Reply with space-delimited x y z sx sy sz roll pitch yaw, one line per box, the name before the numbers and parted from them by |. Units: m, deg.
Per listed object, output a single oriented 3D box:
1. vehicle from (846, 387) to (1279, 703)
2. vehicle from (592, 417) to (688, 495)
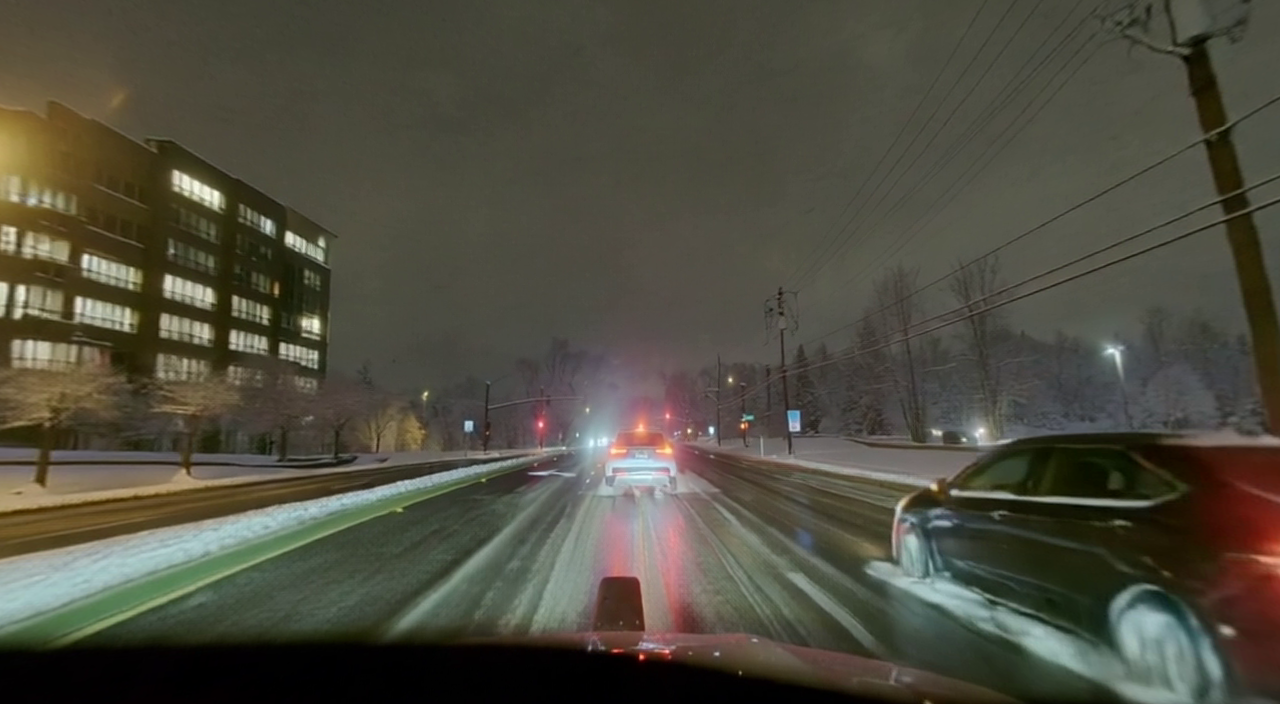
vehicle | 3.181 1.191 4.318 1.990 1.482 4.575 0 -8 0
vehicle | 0.016 2.696 16.646 2.189 1.776 4.342 0 -8 0
